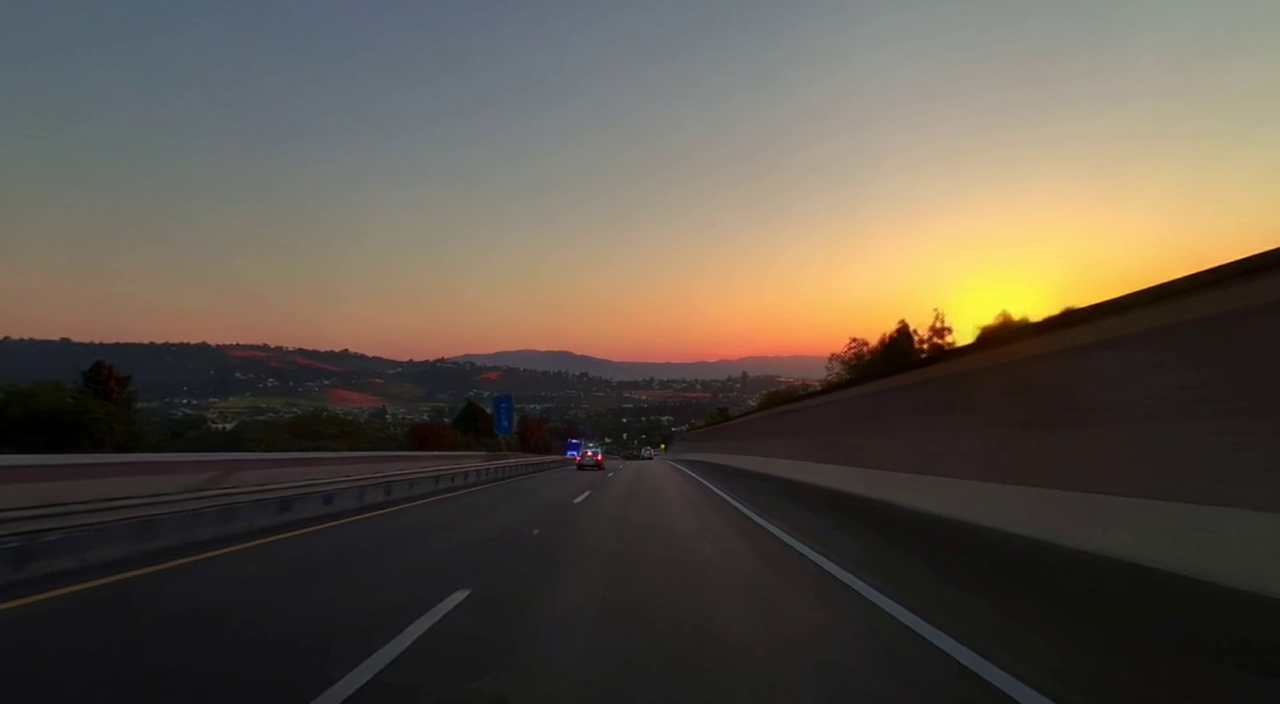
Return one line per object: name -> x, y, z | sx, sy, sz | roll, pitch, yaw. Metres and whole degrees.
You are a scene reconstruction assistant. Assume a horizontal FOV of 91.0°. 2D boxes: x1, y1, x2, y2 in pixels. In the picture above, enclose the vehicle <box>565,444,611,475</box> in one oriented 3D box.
vehicle -> -2.628, 5.564, 32.855 | 2.050, 1.530, 4.144 | 0, -8, 0
